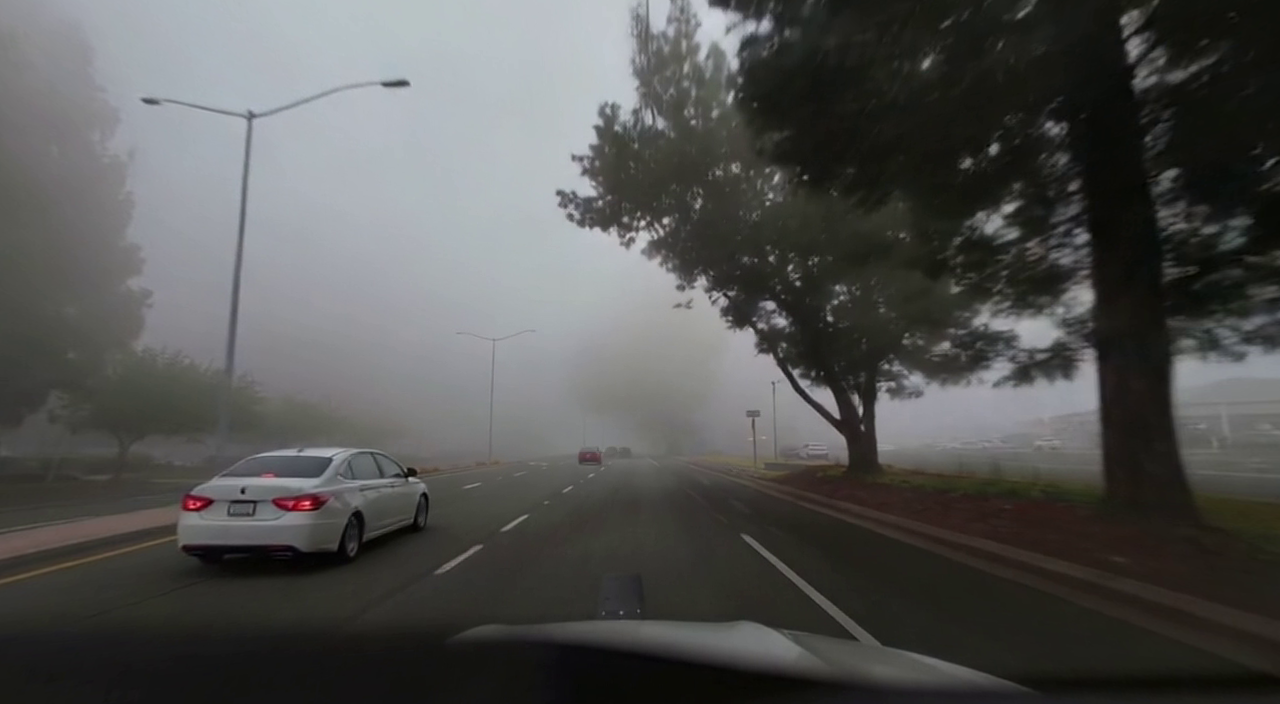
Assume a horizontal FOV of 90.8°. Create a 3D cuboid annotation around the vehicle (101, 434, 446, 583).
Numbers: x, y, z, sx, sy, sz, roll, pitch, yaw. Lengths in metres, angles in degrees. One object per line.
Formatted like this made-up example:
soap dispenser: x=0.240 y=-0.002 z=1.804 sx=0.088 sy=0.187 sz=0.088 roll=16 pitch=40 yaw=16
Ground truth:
vehicle: x=-4.320 y=1.885 z=8.536 sx=2.003 sy=1.454 sz=4.484 roll=0 pitch=-8 yaw=-1
